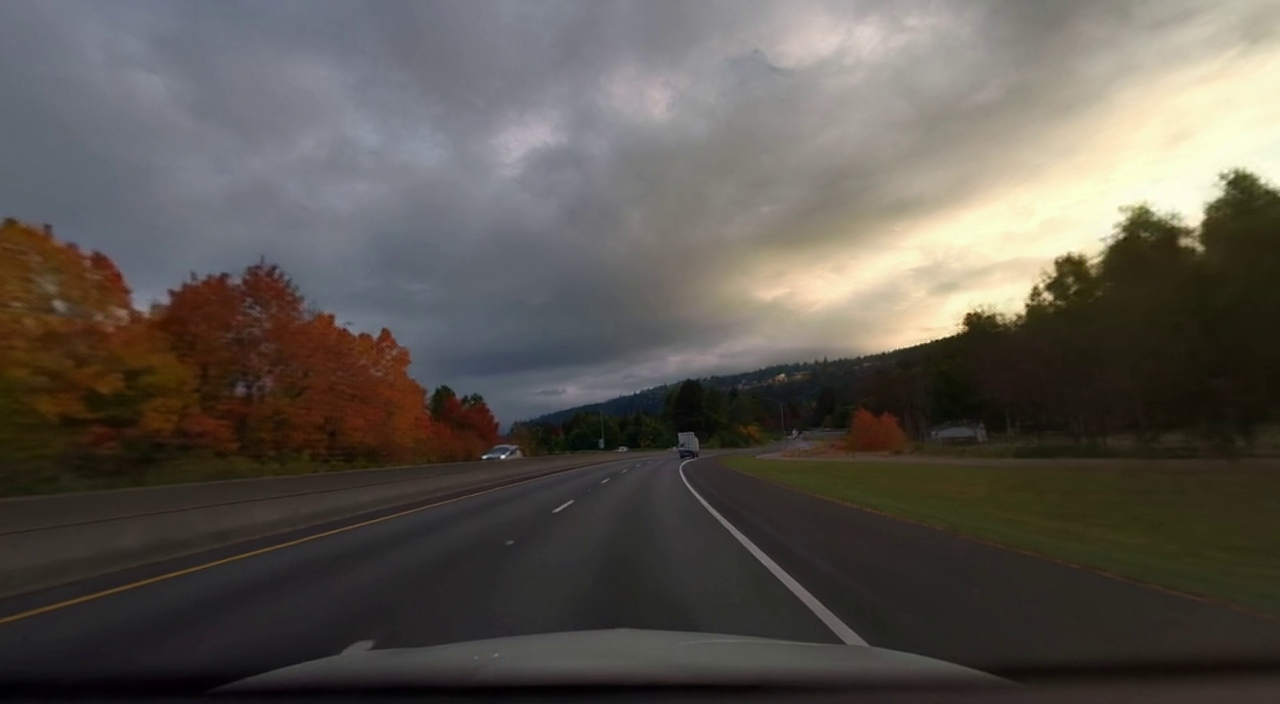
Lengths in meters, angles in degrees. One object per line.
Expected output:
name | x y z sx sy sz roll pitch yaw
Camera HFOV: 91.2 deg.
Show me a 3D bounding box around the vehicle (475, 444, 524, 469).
vehicle | -10.746 8.056 48.426 2.145 1.788 5.253 -1 -9 6
